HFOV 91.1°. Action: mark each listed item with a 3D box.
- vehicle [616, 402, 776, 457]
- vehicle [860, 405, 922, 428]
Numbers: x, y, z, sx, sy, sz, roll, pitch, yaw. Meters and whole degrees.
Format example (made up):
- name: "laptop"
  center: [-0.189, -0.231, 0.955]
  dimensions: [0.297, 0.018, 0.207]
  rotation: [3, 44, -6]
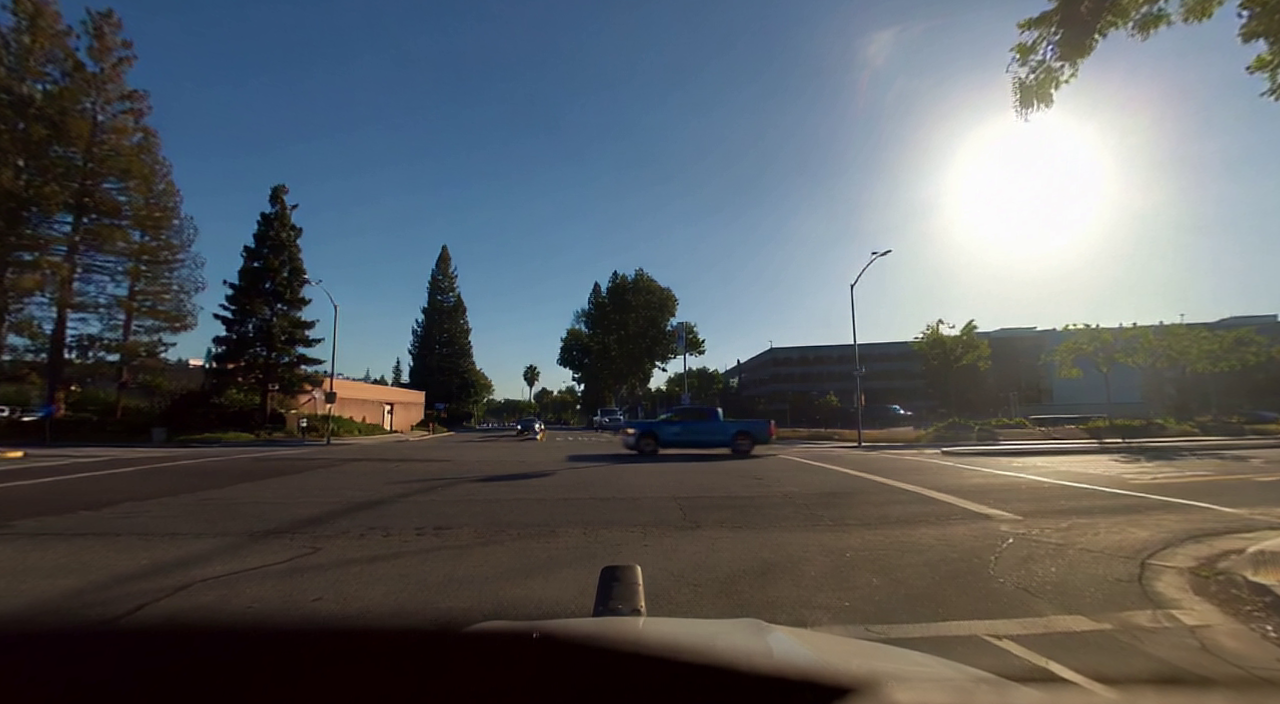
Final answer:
- name: "vehicle"
  center: [1.989, 2.834, 22.754]
  dimensions: [5.333, 1.837, 2.124]
  rotation: [2, -9, -17]
- name: "vehicle"
  center: [18.350, 4.741, 45.842]
  dimensions: [4.674, 1.483, 1.745]
  rotation: [5, -10, -33]
